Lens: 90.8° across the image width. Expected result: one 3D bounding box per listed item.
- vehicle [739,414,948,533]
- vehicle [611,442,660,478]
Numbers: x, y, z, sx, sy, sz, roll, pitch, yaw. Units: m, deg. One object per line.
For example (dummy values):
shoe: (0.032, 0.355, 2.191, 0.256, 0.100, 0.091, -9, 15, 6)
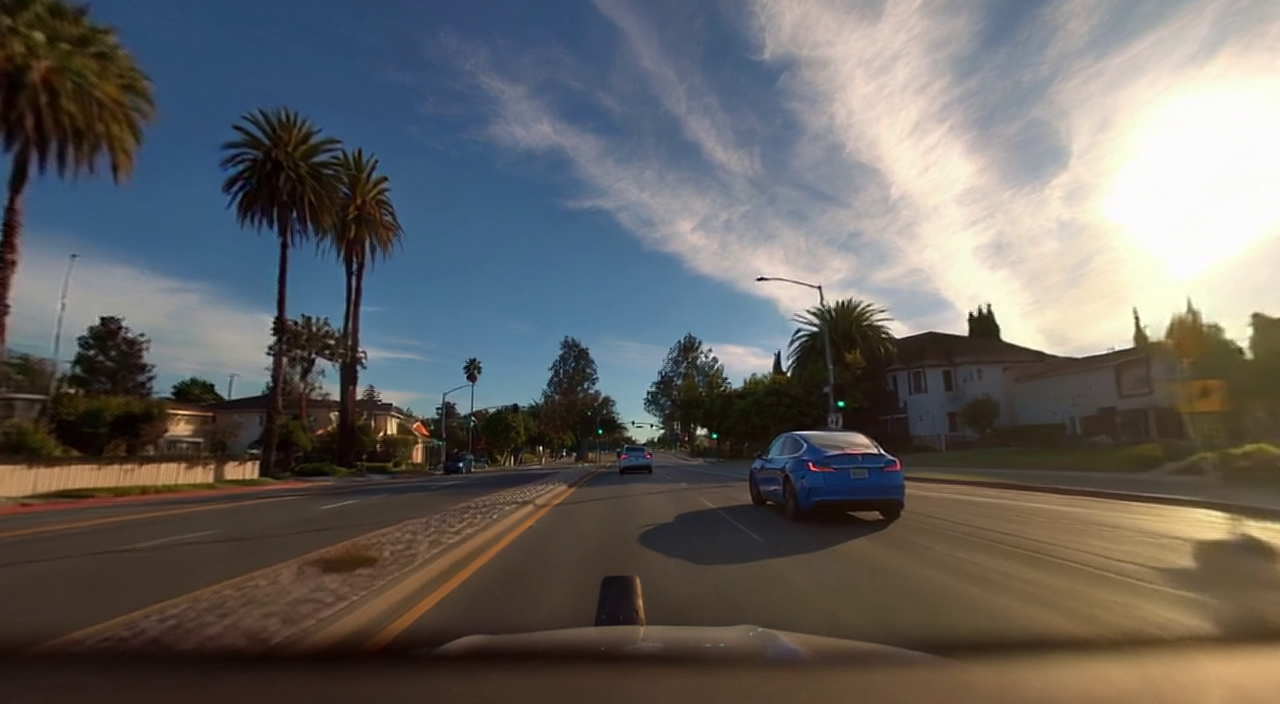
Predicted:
vehicle: (3.540, 2.251, 12.351, 2.205, 1.803, 5.135, 0, -9, -2)
vehicle: (-0.283, 5.488, 32.375, 2.341, 1.709, 4.466, 0, -9, -1)
